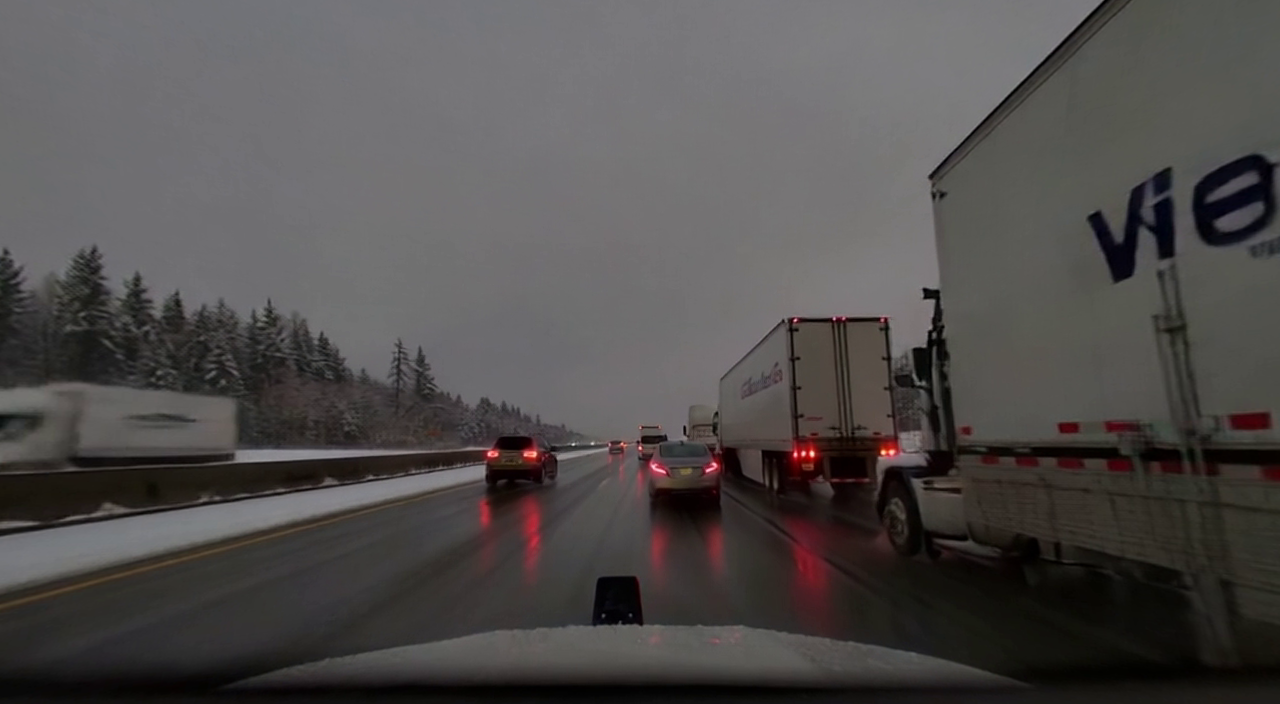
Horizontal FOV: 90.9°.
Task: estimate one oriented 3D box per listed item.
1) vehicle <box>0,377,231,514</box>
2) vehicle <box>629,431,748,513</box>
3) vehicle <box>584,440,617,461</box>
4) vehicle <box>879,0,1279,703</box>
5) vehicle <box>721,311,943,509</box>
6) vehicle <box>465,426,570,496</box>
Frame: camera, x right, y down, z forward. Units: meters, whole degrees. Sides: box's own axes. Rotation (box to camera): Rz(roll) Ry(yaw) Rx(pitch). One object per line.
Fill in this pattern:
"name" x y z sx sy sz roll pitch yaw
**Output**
"vehicle" -14.753 2.447 16.929 2.621 2.896 7.092 0 -8 1
"vehicle" 0.894 2.526 13.854 2.200 1.495 4.282 0 -8 0
"vehicle" -3.057 7.699 49.645 2.181 1.538 4.169 0 -8 2
"vehicle" 4.515 0.010 4.793 2.981 3.988 6.053 0 -8 1
"vehicle" 4.837 2.123 20.161 2.883 4.070 14.423 0 -8 1
"vehicle" -3.313 3.032 18.043 2.006 1.729 4.447 0 -8 2
